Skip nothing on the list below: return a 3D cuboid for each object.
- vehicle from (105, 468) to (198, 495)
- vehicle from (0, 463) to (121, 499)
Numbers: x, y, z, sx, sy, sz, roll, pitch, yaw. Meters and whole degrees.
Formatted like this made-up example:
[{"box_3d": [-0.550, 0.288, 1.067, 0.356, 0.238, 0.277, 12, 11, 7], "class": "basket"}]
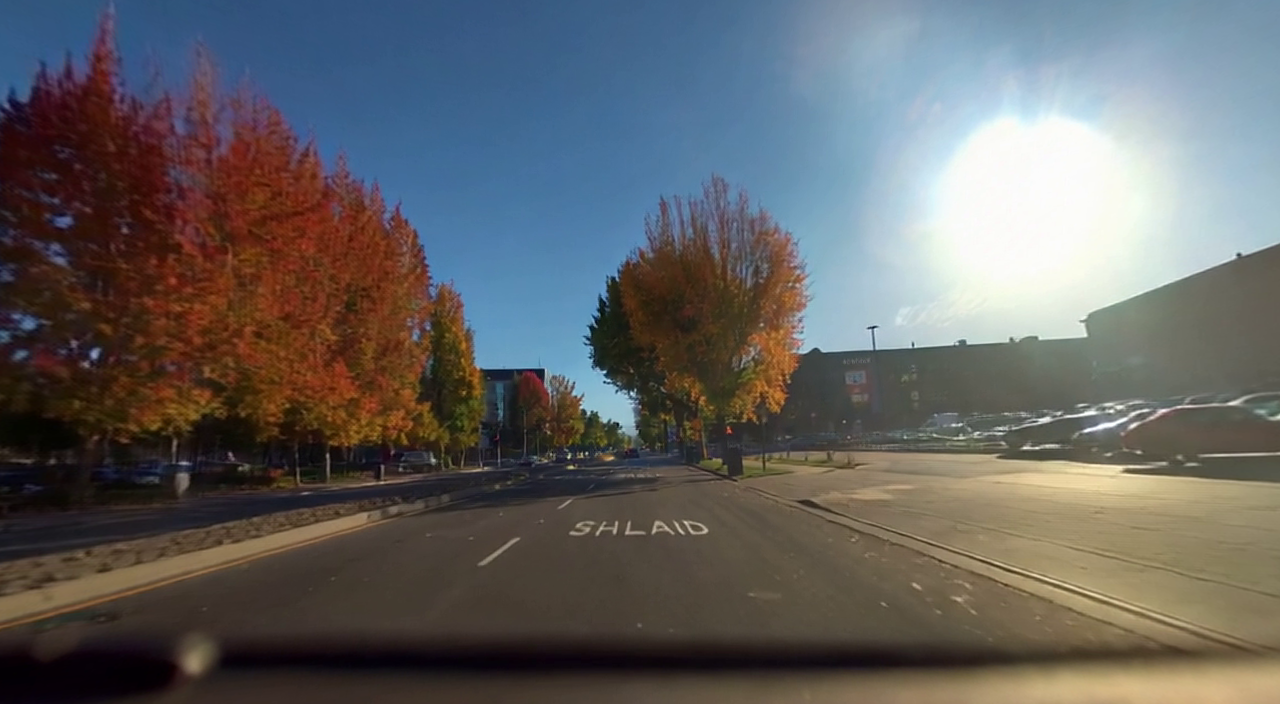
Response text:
[{"box_3d": [-27.942, 7.387, 35.954, 3.844, 1.448, 1.746, 0, -9, 1], "class": "vehicle"}, {"box_3d": [-28.380, 6.236, 30.503, 4.552, 1.576, 2.005, 0, -9, 2], "class": "vehicle"}]
